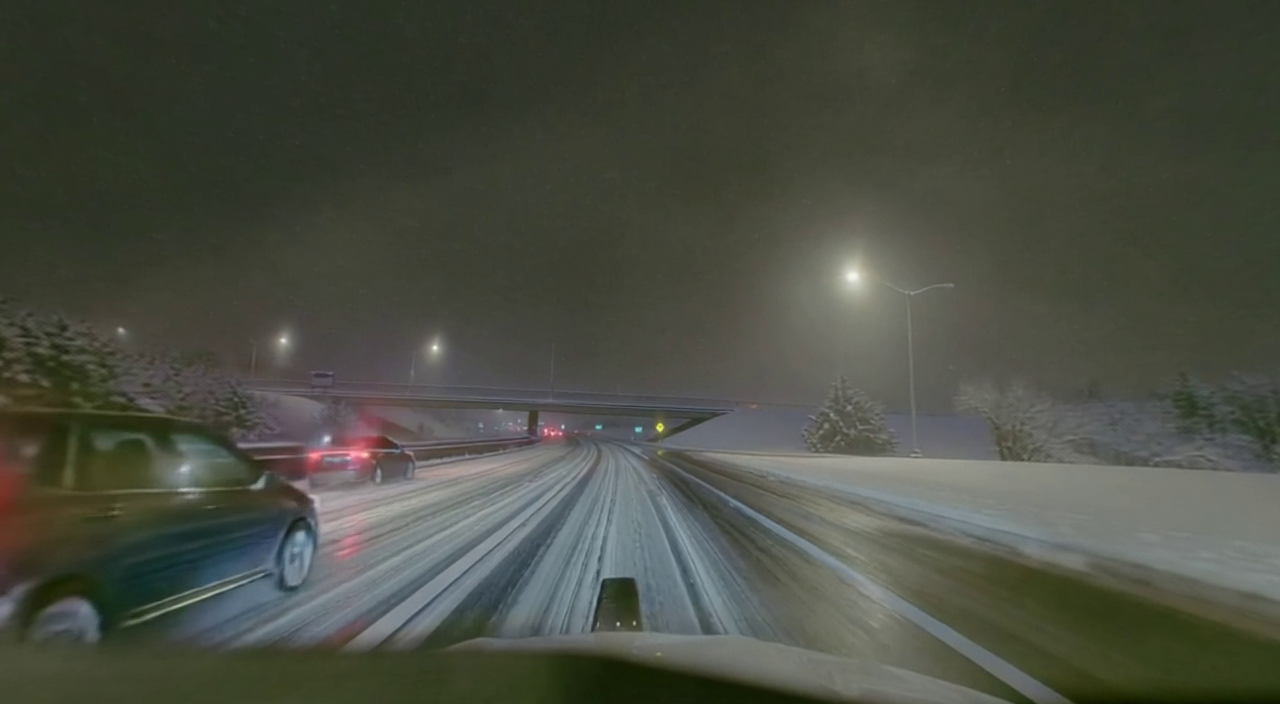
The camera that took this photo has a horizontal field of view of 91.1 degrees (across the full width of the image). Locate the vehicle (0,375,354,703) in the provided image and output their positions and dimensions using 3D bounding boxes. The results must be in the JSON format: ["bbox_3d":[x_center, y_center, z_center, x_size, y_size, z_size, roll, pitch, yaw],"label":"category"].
[{"bbox_3d":[-3.977,1.062,3.940,2.123,1.601,4.887,0,-8,-1],"label":"vehicle"}]
